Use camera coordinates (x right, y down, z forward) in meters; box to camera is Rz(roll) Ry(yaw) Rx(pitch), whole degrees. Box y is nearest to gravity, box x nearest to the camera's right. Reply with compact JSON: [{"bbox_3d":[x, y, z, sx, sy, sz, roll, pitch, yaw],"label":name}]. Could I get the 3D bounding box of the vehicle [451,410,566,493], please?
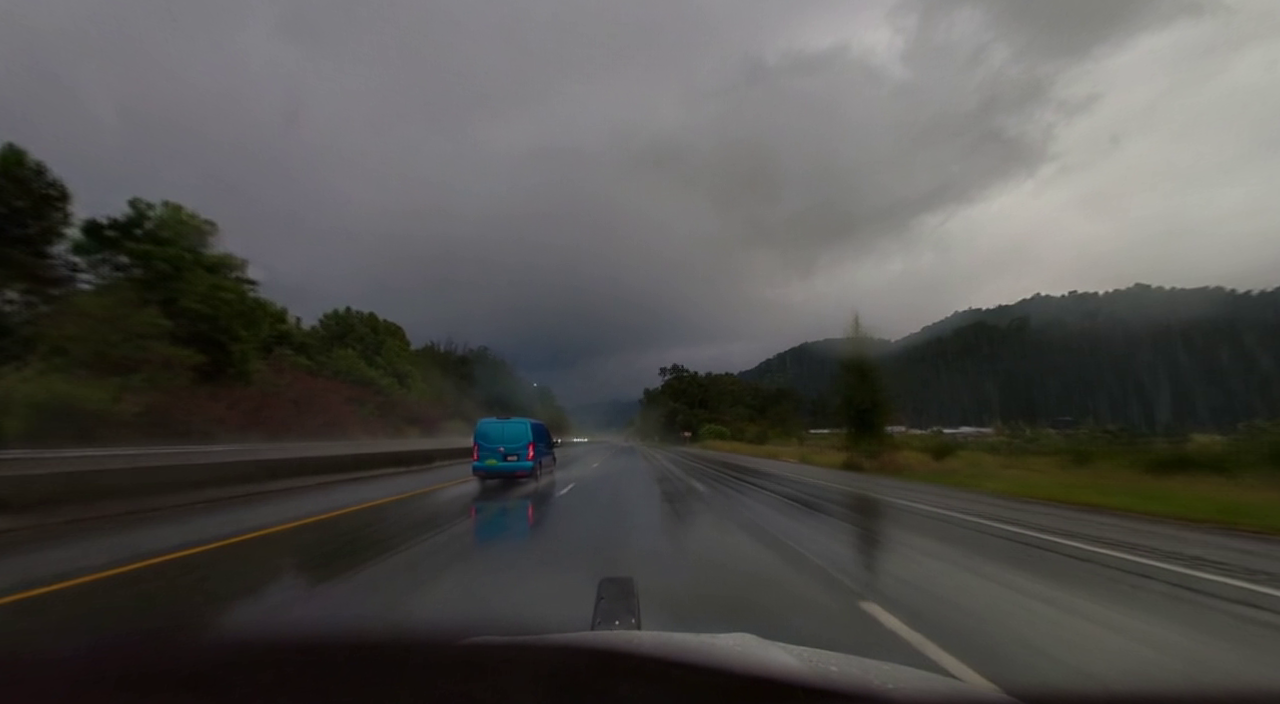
[{"bbox_3d":[-3.514,2.772,17.938,2.297,2.011,4.736,0,-8,-1],"label":"vehicle"}]
